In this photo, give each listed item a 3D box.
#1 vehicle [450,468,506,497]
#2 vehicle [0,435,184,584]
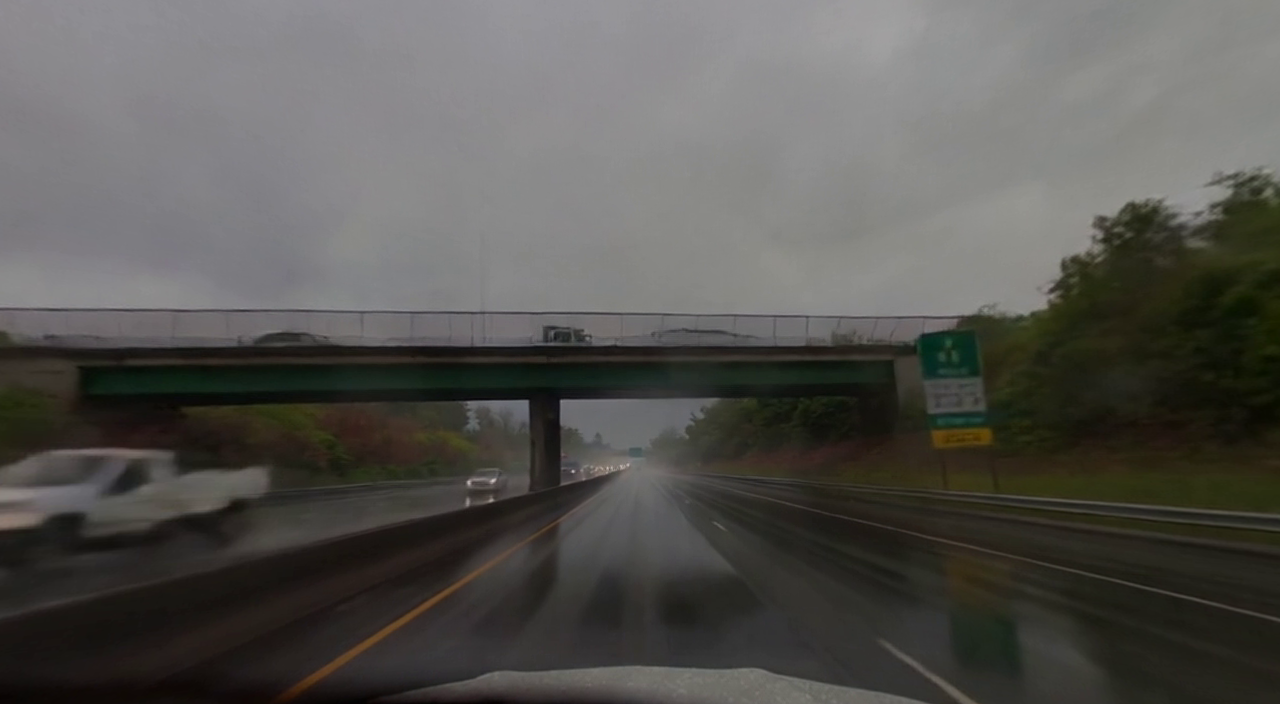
[{"bbox_3d":[-8.915,7.220,34.983,1.981,1.457,4.337,1,-10,0],"label":"vehicle"},{"bbox_3d":[-8.333,1.909,7.852,2.013,1.672,4.241,1,-10,-1],"label":"vehicle"}]
